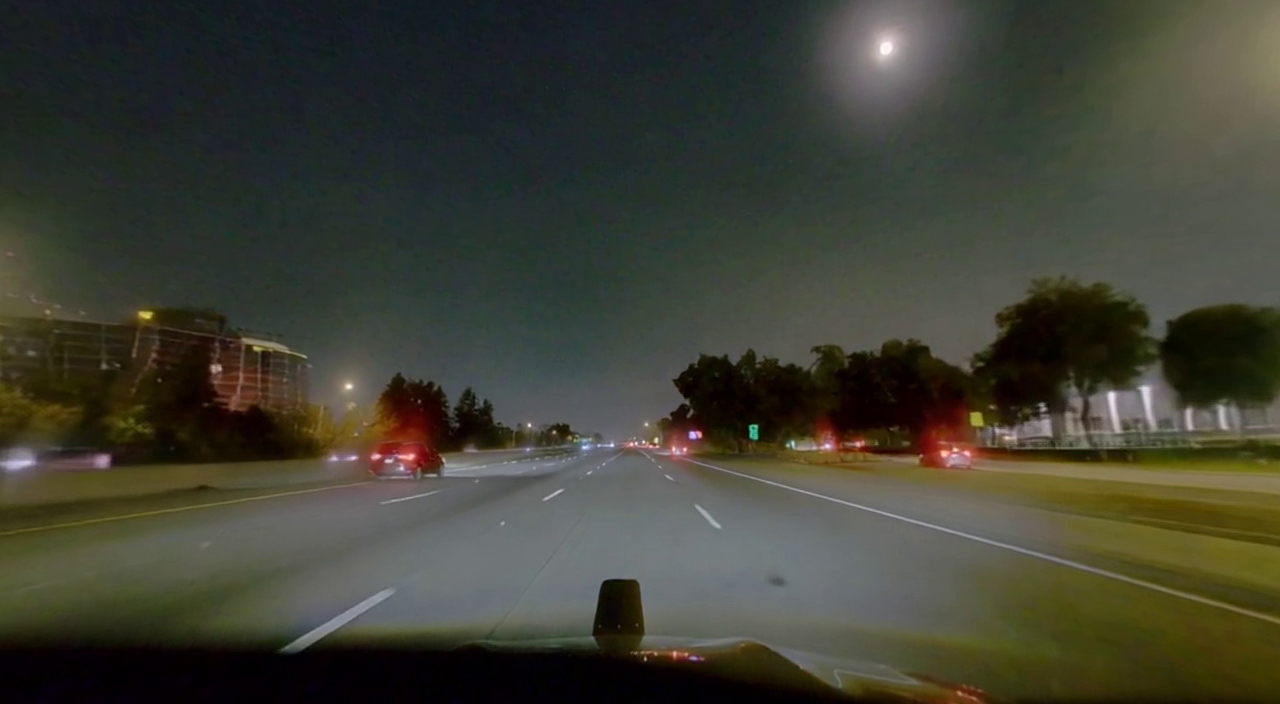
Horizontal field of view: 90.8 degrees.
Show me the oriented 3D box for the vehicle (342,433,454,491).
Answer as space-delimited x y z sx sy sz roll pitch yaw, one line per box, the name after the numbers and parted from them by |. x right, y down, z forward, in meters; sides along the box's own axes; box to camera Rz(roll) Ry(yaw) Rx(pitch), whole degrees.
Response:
-8.041 3.684 21.480 2.089 1.724 4.327 0 -9 0 | vehicle
